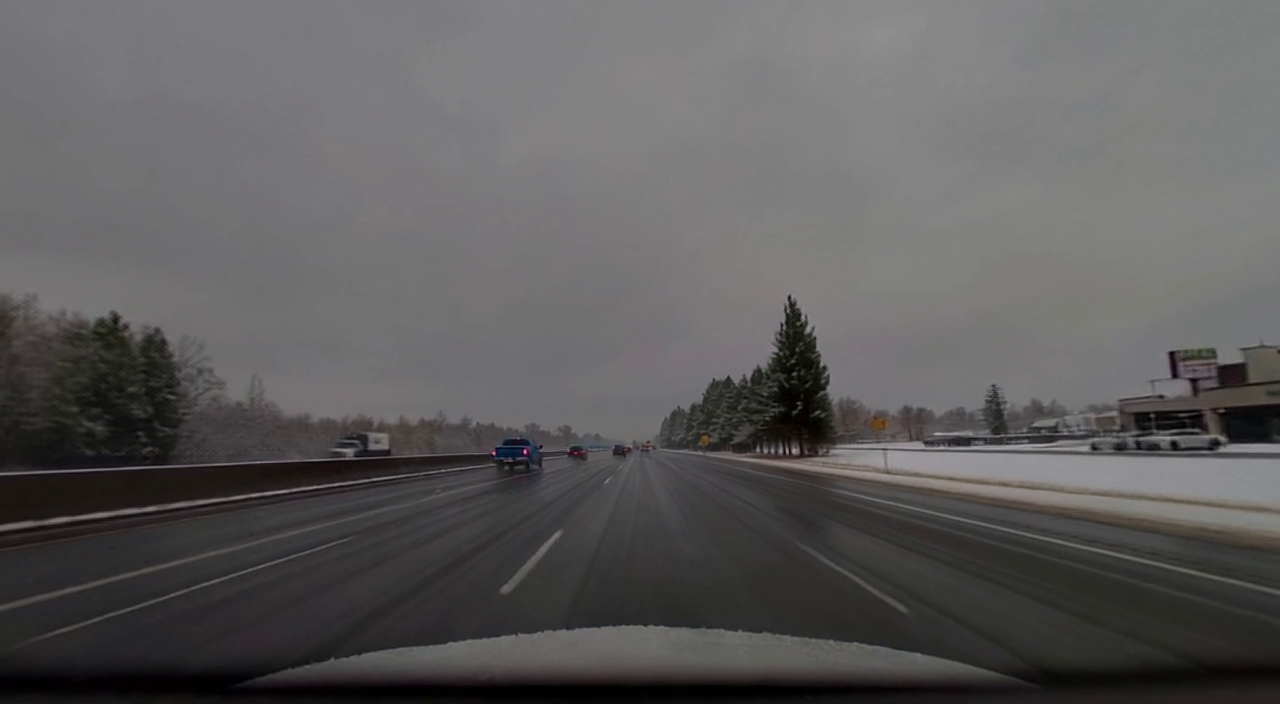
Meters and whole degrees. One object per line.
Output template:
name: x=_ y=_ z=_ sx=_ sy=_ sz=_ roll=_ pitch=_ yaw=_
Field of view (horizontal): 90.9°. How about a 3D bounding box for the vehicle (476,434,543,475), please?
vehicle: x=-6.622 y=5.295 z=32.755 sx=2.156 sy=1.911 sz=5.956 roll=0 pitch=-8 yaw=0
